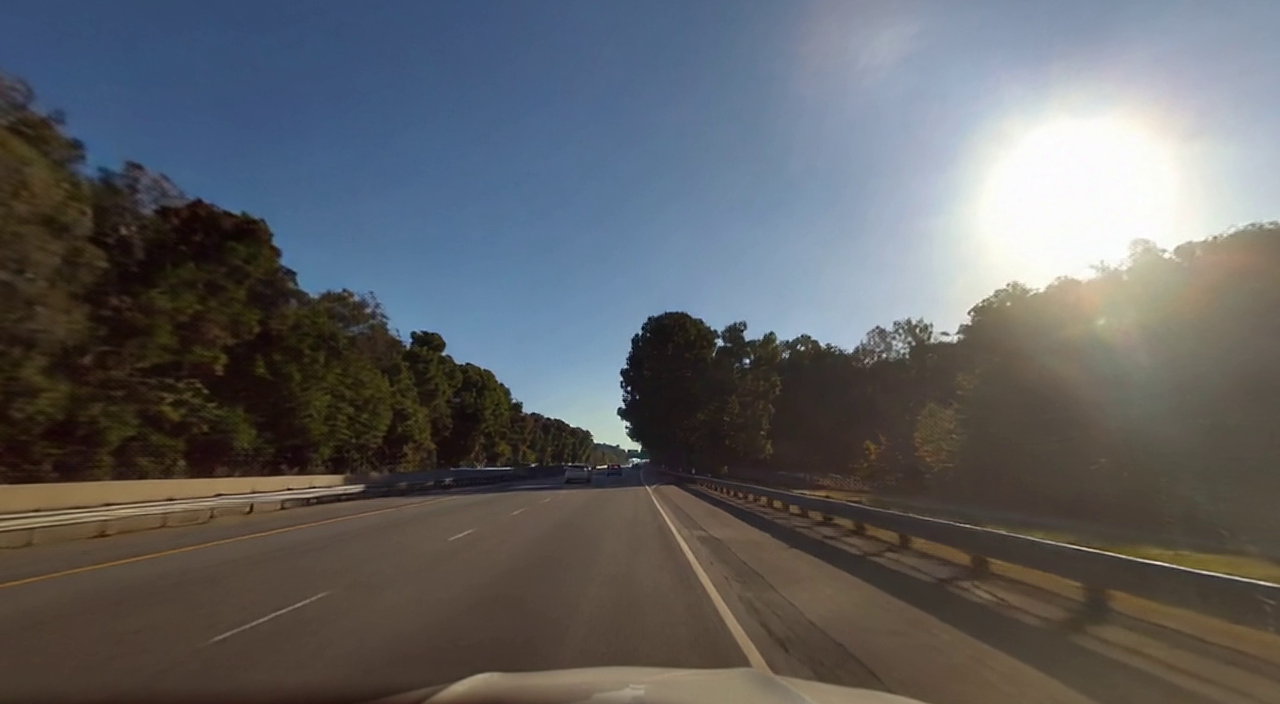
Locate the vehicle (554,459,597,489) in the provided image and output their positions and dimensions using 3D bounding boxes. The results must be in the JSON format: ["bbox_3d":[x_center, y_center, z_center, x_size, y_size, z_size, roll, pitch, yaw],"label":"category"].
[{"bbox_3d":[-3.758,7.278,37.624,2.042,1.629,4.276,1,-10,1],"label":"vehicle"}]
